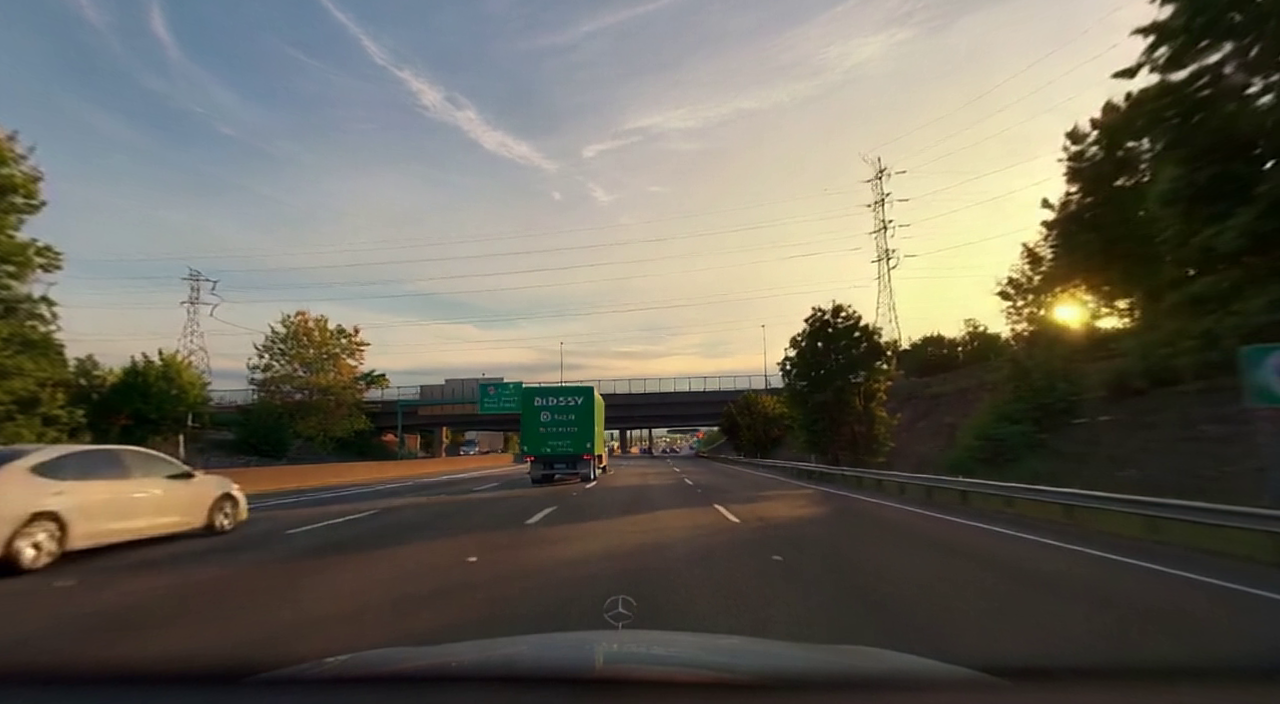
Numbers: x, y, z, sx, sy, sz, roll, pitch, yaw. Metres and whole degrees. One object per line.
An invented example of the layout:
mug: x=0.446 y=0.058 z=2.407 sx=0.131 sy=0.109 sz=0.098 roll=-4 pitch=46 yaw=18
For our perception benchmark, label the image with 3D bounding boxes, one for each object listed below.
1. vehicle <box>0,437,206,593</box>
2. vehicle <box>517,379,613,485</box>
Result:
vehicle: x=-7.053 y=1.610 z=6.314 sx=1.958 sy=1.467 sz=4.737 roll=-1 pitch=-9 yaw=1
vehicle: x=-3.116 y=4.005 z=30.303 sx=3.025 sy=4.002 sz=12.709 roll=-1 pitch=-9 yaw=0
